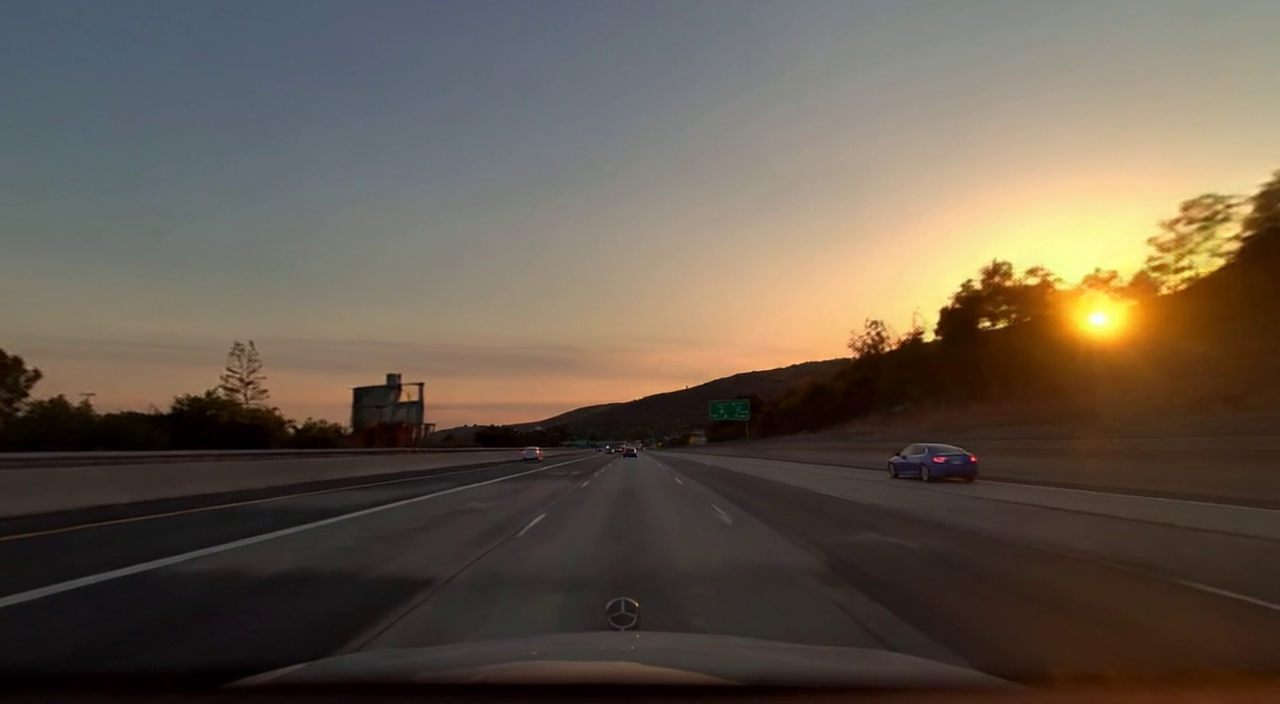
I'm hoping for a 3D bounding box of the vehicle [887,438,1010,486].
[{"bbox_3d":[10.668,3.818,22.283,1.985,1.493,4.486,0,-8,-1],"label":"vehicle"}]
